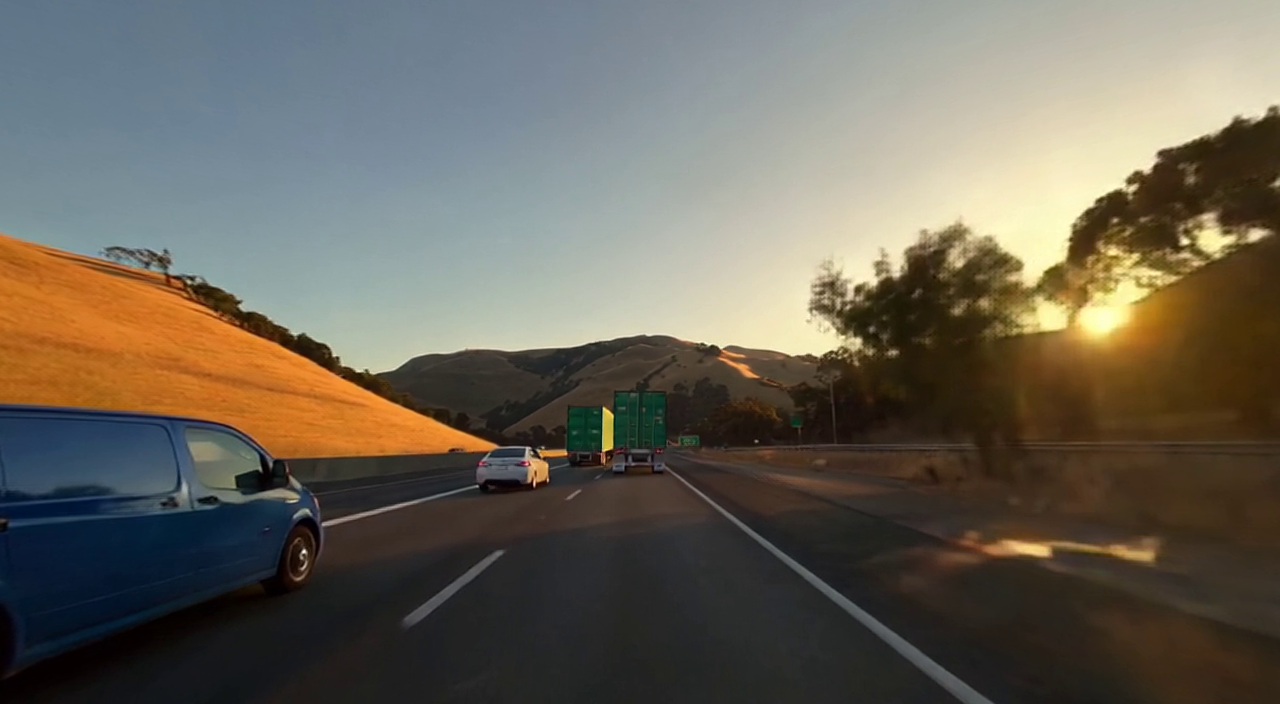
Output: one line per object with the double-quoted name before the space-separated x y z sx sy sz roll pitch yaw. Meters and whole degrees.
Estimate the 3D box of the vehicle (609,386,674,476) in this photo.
"vehicle" 0.233 4.315 33.712 2.913 3.988 10.874 0 -8 2

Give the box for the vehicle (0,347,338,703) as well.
"vehicle" -4.134 0.993 3.828 2.136 1.779 4.875 0 -8 0

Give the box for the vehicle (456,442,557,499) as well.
"vehicle" -3.712 3.355 18.400 1.950 1.446 4.224 0 -8 1
